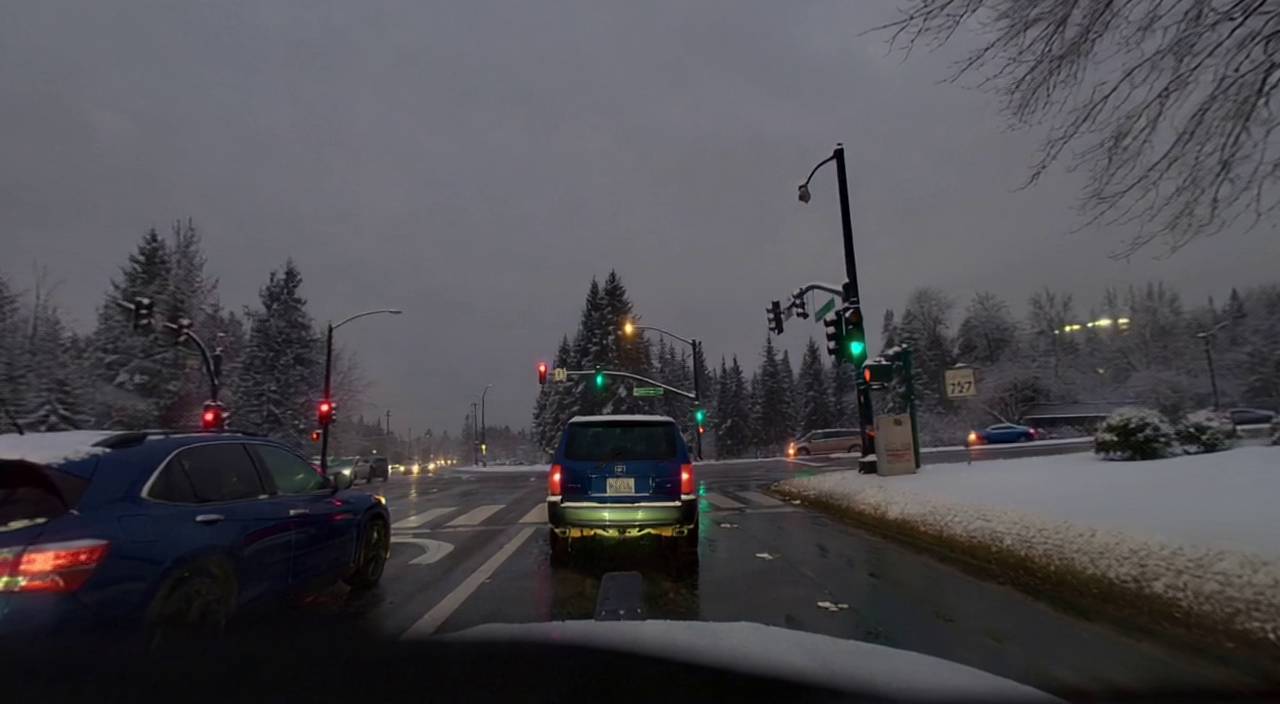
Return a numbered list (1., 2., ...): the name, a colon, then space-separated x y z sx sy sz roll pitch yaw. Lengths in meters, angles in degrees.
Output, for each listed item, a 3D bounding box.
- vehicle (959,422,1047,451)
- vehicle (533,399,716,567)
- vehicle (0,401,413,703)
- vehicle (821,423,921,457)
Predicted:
1. vehicle: 19.792 4.627 34.465 3.830 1.545 2.006 3 -9 -19
2. vehicle: -0.178 1.798 9.347 2.059 1.877 4.249 0 -8 0
3. vehicle: -3.379 1.258 4.552 2.011 1.527 4.008 0 -8 -1
4. vehicle: 12.817 4.902 35.095 4.872 1.806 2.107 3 -9 -19
